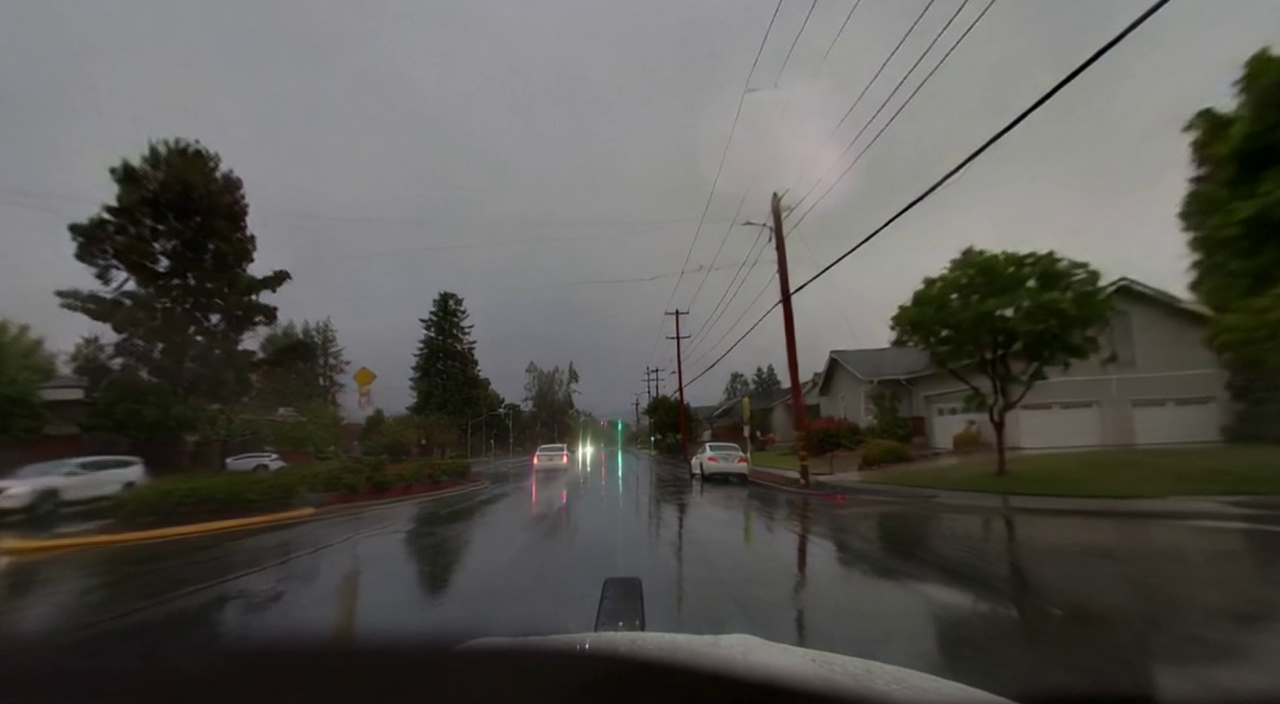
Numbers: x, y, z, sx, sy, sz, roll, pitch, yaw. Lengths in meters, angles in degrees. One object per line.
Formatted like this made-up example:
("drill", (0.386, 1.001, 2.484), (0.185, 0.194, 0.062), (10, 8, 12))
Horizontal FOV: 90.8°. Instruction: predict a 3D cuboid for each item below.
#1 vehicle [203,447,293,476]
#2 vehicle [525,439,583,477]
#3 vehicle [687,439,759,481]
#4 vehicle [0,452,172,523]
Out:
("vehicle", (-26.390, 7.362, 42.702), (4.661, 1.800, 2.045), (2, -8, -13))
("vehicle", (-3.545, 4.452, 26.870), (2.041, 1.471, 4.602), (0, -8, -3))
("vehicle", (3.103, 4.134, 24.637), (2.074, 1.450, 4.621), (0, -8, -1))
("vehicle", (-14.986, 3.442, 16.622), (2.143, 1.524, 4.408), (0, -8, -3))
